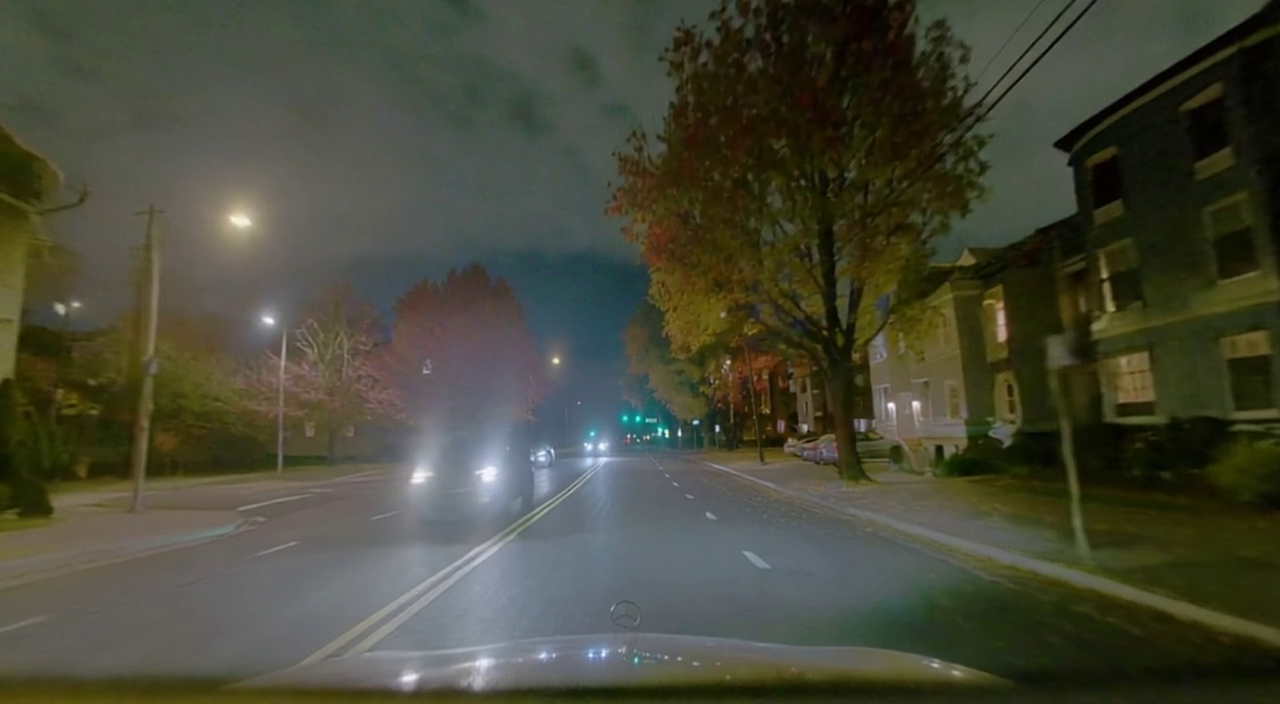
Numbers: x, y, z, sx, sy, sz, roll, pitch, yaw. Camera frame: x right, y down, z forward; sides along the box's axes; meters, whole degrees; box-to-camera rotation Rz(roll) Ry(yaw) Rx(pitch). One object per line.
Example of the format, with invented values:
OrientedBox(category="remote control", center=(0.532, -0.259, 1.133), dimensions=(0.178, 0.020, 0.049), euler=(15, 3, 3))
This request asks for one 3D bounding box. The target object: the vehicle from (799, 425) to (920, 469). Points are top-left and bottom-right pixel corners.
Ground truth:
OrientedBox(category="vehicle", center=(9.265, 4.052, 27.020), dimensions=(4.385, 1.612, 2.070), euler=(-3, -8, 4))

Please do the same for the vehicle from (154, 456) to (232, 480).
OrientedBox(category="vehicle", center=(-31.974, 8.271, 45.361), dimensions=(1.914, 1.493, 4.248), euler=(-2, -9, 15))

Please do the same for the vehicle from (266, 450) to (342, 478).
OrientedBox(category="vehicle", center=(-21.554, 7.198, 40.788), dimensions=(2.052, 1.470, 4.633), euler=(-6, -9, 7))

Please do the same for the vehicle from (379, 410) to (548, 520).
OrientedBox(category="vehicle", center=(-3.575, 2.428, 14.139), dimensions=(2.275, 1.953, 5.423), euler=(0, -8, -1))
